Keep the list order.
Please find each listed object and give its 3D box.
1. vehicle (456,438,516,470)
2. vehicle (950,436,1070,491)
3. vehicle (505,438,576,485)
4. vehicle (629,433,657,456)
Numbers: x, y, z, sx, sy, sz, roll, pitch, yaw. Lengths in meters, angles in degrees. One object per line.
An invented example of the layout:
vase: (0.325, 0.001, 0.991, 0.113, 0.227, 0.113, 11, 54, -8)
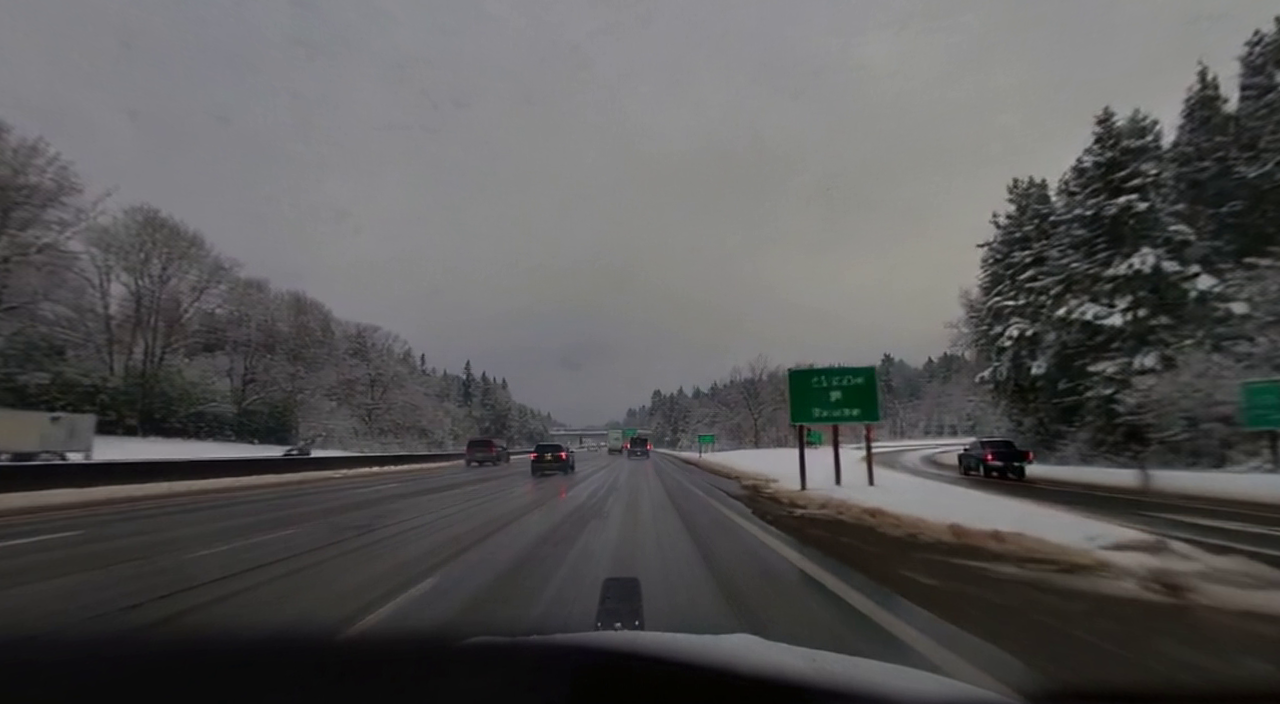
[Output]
vehicle: (-10.383, 6.953, 43.105, 2.519, 2.029, 6.180, 0, -9, 1)
vehicle: (13.680, 4.144, 23.714, 2.200, 1.827, 4.822, -2, -9, 10)
vehicle: (-3.857, 4.323, 25.177, 2.094, 1.695, 4.260, 0, -9, 1)
vehicle: (0.269, 7.342, 49.830, 2.146, 1.687, 4.341, 0, -9, 1)
